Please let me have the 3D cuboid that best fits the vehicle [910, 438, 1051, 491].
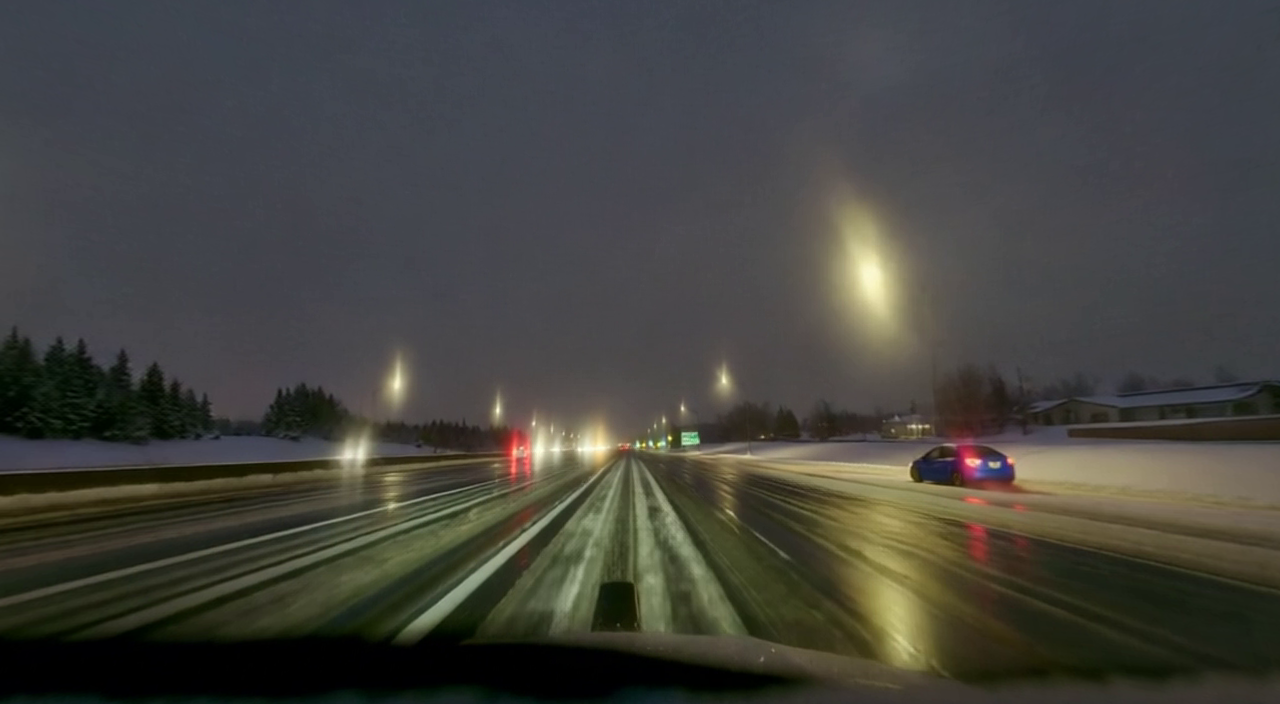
[{"bbox_3d":[10.780,3.573,20.473,1.985,1.493,4.486,0,-8,-1],"label":"vehicle"}]
